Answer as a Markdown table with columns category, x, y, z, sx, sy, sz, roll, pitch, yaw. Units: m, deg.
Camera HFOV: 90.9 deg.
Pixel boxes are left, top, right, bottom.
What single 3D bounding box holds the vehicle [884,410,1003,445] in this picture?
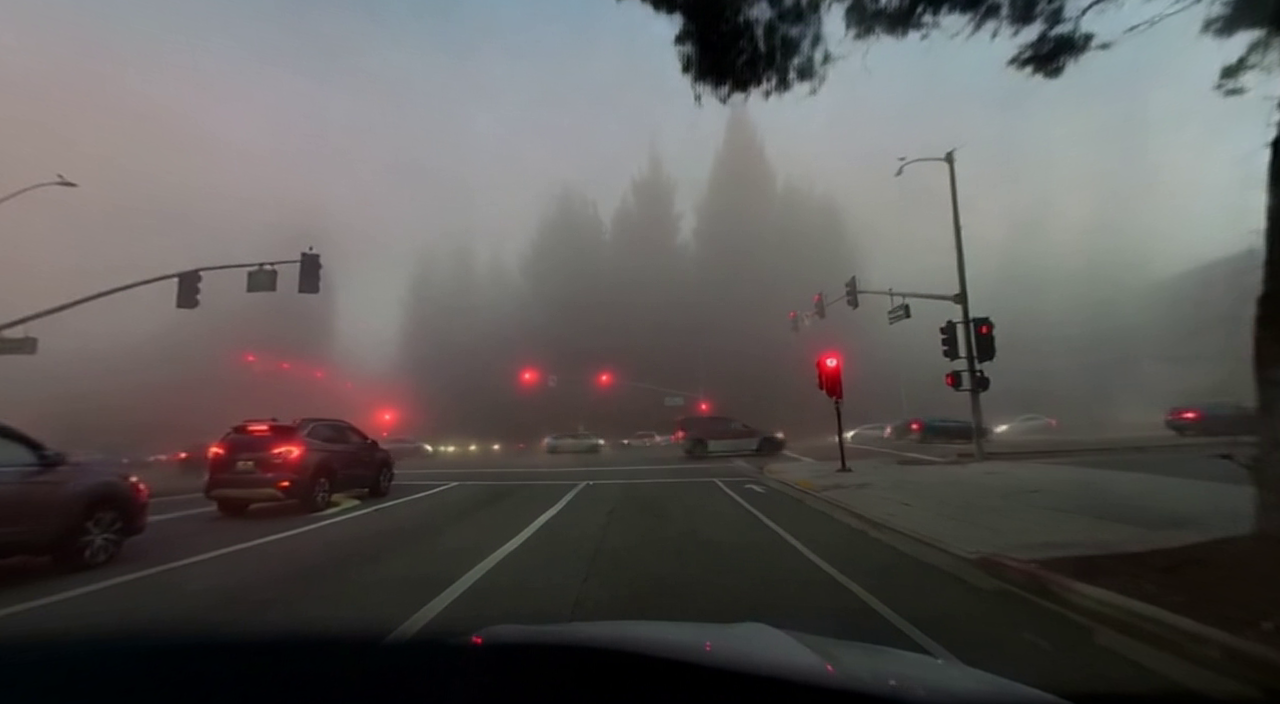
| category | x | y | z | sx | sy | sz | roll | pitch | yaw |
| --- | --- | --- | --- | --- | --- | --- | --- | --- | --- |
| vehicle | 13.745 | 3.467 | 28.763 | 4.429 | 1.489 | 1.773 | -1 | -8 | 6 |

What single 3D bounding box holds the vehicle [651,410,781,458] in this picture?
| category | x | y | z | sx | sy | sz | roll | pitch | yaw |
| --- | --- | --- | --- | --- | --- | --- | --- | --- | --- |
| vehicle | 3.101 | 3.422 | 26.128 | 5.084 | 1.824 | 2.050 | -1 | -8 | 6 |

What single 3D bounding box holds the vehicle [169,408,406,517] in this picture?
| category | x | y | z | sx | sy | sz | roll | pitch | yaw |
| --- | --- | --- | --- | --- | --- | --- | --- | --- | --- |
| vehicle | -6.383 | 2.060 | 12.232 | 1.785 | 1.678 | 4.729 | -1 | -8 | 1 |

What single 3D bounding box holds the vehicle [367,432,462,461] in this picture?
| category | x | y | z | sx | sy | sz | roll | pitch | yaw |
| --- | --- | --- | --- | --- | --- | --- | --- | --- | --- |
| vehicle | -12.490 | 5.267 | 35.101 | 4.591 | 1.525 | 1.836 | -1 | -8 | 6 |

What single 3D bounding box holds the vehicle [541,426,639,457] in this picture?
| category | x | y | z | sx | sy | sz | roll | pitch | yaw |
| --- | --- | --- | --- | --- | --- | --- | --- | --- | --- |
| vehicle | -2.373 | 4.397 | 30.798 | 4.515 | 1.422 | 1.802 | -1 | -8 | 4 |

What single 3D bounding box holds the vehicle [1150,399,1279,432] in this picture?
| category | x | y | z | sx | sy | sz | roll | pitch | yaw |
| --- | --- | --- | --- | --- | --- | --- | --- | --- | --- |
| vehicle | 28.442 | 3.150 | 30.982 | 4.836 | 1.508 | 1.875 | -1 | -8 | 6 |

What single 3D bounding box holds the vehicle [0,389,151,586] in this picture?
| category | x | y | z | sx | sy | sz | roll | pitch | yaw |
| --- | --- | --- | --- | --- | --- | --- | --- | --- | --- |
| vehicle | -6.682 | 1.128 | 5.037 | 1.967 | 1.741 | 4.385 | 0 | -8 | 0 |

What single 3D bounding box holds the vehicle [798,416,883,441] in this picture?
| category | x | y | z | sx | sy | sz | roll | pitch | yaw |
| --- | --- | --- | --- | --- | --- | --- | --- | --- | --- |
| vehicle | 12.881 | 4.952 | 40.727 | 4.906 | 1.485 | 1.857 | -1 | -8 | 7 |
